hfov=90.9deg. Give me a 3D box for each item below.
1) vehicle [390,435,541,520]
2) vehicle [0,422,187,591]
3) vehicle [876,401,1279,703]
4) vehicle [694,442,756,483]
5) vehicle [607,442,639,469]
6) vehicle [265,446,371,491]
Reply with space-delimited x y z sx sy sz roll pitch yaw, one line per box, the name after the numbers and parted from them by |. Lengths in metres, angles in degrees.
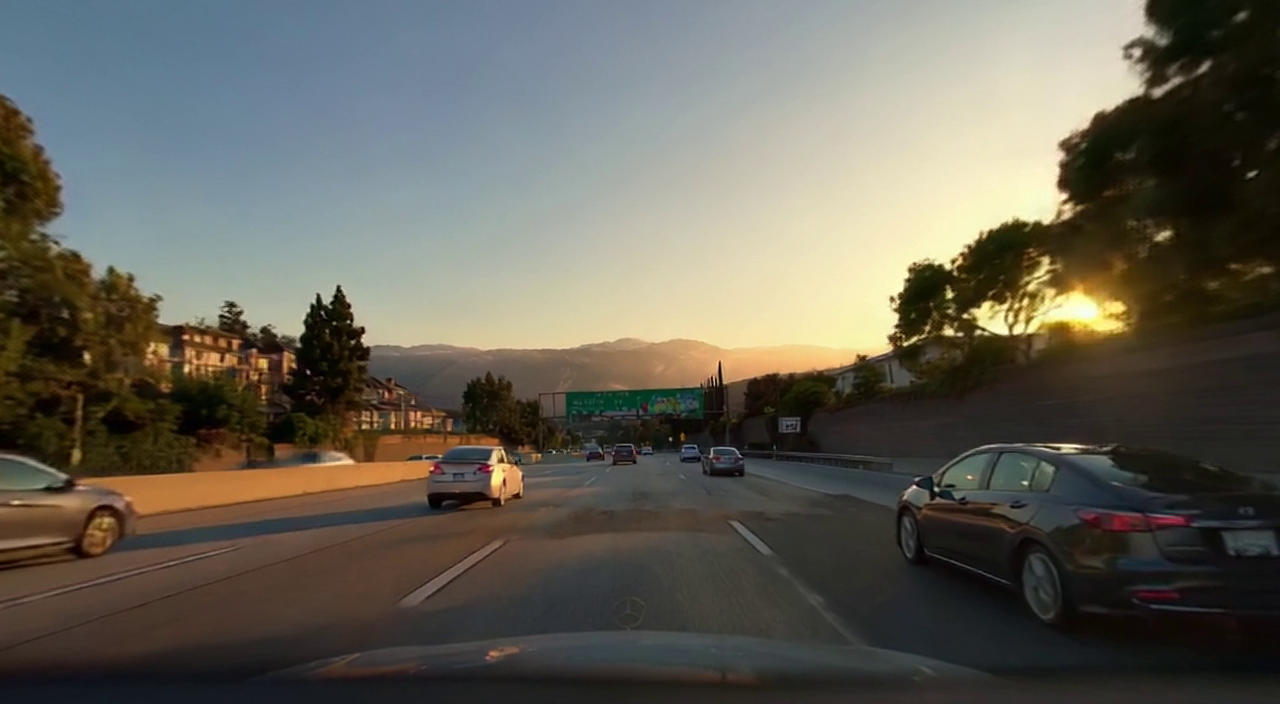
-3.653 2.707 14.178 2.136 1.571 4.285 0 -8 1 | vehicle
-7.445 1.604 6.654 2.057 1.681 4.277 0 -8 1 | vehicle
3.605 1.275 4.829 1.912 1.509 4.291 0 -8 0 | vehicle
3.263 4.304 24.874 1.854 1.438 3.954 0 -8 -1 | vehicle
-1.188 7.208 44.212 2.183 1.764 4.134 0 -8 -1 | vehicle
-12.543 4.515 24.914 1.874 1.593 4.281 0 -8 1 | vehicle
